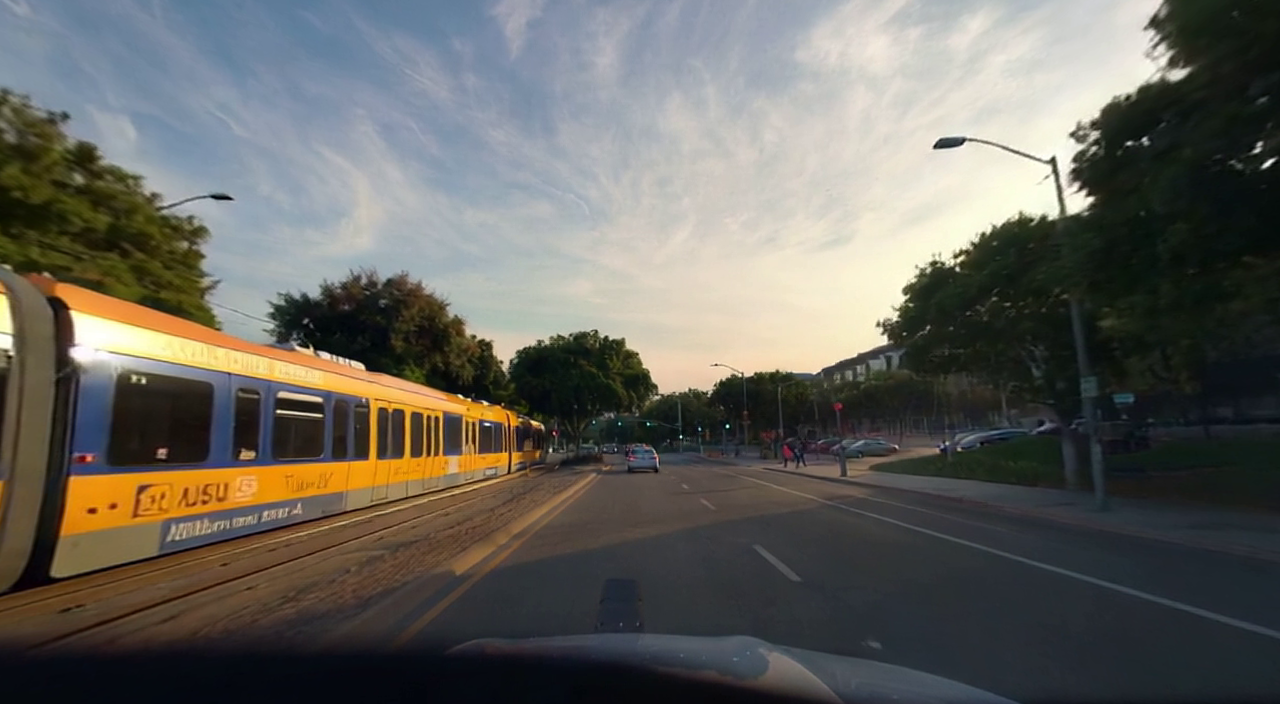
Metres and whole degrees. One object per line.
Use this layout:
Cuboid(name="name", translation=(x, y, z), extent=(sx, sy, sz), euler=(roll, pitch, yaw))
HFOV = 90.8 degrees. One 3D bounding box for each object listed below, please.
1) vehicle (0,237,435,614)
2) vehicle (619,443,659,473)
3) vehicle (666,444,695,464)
Cuboid(name="vehicle", translation=(-7.793, 1.501, 12.671), extent=(2.897, 3.700, 13.528), euler=(0, -7, 0))
Cuboid(name="vehicle", translation=(-0.072, 5.558, 33.440), extent=(2.002, 1.471, 4.337), euler=(0, -8, 0))
Cuboid(name="vehicle", translation=(3.116, 7.915, 49.109), extent=(1.944, 1.447, 4.392), euler=(0, -8, 0))
